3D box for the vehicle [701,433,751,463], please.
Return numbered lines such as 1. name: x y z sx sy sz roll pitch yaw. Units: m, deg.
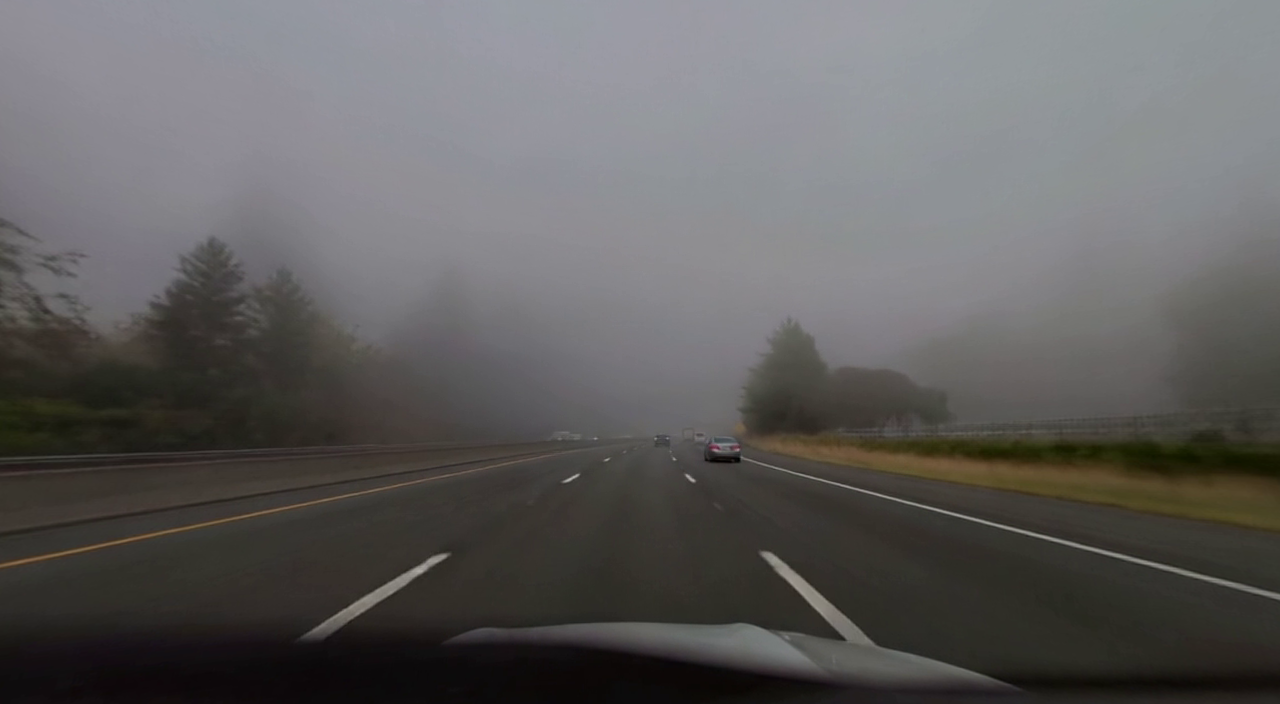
1. vehicle: 4.356 4.948 32.567 1.982 1.452 4.294 0 -8 0
